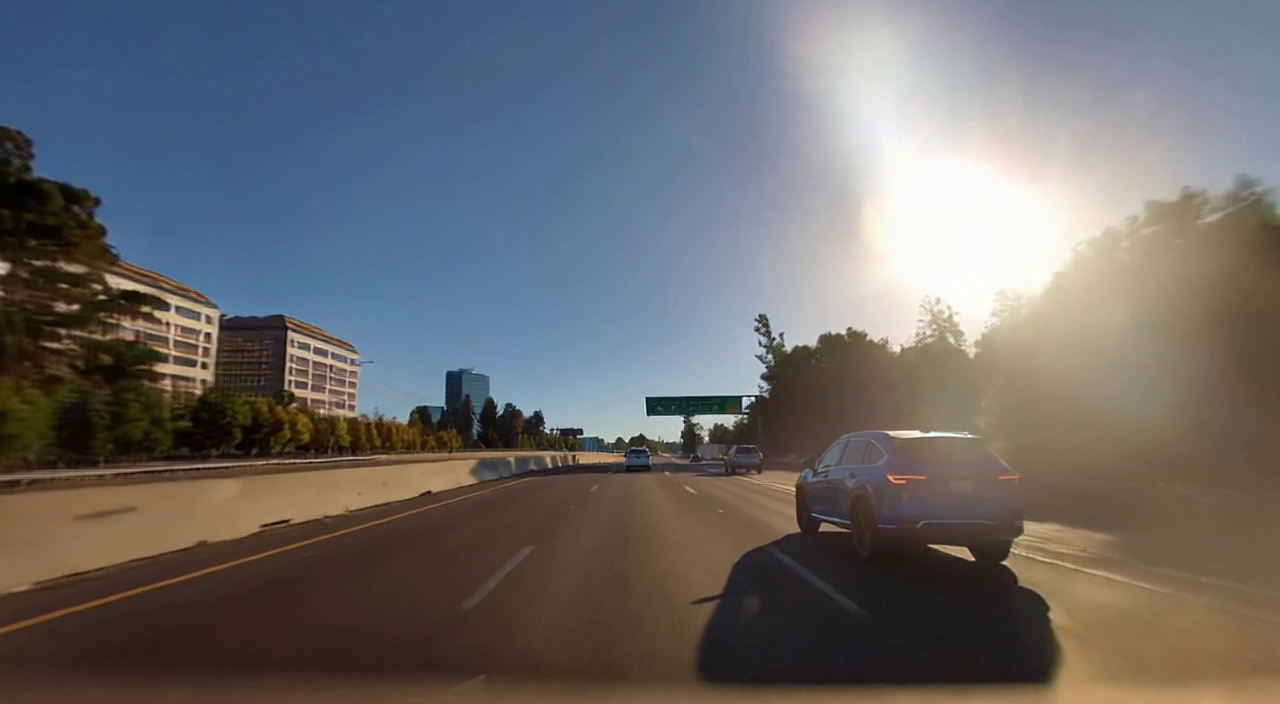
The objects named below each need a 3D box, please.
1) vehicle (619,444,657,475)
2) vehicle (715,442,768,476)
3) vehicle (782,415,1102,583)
[{"bbox_3d":[-0.137,6.543,38.702,2.181,1.768,4.383,0,-9,-1],"label":"vehicle"},{"bbox_3d":[7.124,7.610,45.237,2.526,2.230,6.190,0,-9,-2],"label":"vehicle"},{"bbox_3d":[3.515,1.791,8.528,2.097,1.659,4.320,0,-9,-1],"label":"vehicle"}]
